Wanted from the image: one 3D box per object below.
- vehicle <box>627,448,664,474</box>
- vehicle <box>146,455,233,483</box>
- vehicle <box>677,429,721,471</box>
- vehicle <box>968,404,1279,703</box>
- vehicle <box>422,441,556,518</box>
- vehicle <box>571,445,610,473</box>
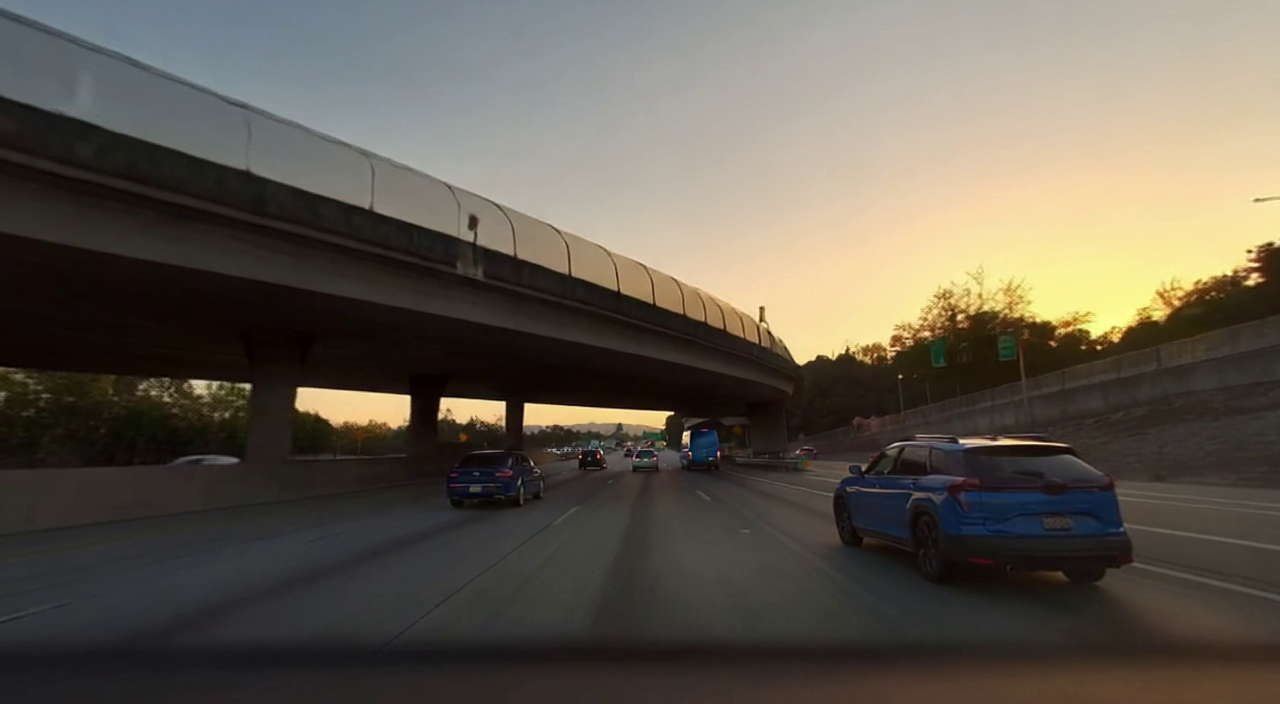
[{"bbox_3d":[0.304,6.688,38.765,2.174,1.467,4.005,0,-8,0],"label":"vehicle"},{"bbox_3d":[-26.289,6.808,36.971,1.981,1.424,4.195,0,-9,0],"label":"vehicle"},{"bbox_3d":[4.117,7.014,45.313,2.436,2.745,6.607,0,-9,-1],"label":"vehicle"},{"bbox_3d":[4.070,1.100,3.467,2.085,1.558,4.466,0,-8,-1],"label":"vehicle"},{"bbox_3d":[-3.385,2.926,15.032,2.137,1.562,3.926,0,-8,2],"label":"vehicle"},{"bbox_3d":[-3.209,6.981,41.349,2.078,1.706,4.298,-1,-8,2],"label":"vehicle"}]
